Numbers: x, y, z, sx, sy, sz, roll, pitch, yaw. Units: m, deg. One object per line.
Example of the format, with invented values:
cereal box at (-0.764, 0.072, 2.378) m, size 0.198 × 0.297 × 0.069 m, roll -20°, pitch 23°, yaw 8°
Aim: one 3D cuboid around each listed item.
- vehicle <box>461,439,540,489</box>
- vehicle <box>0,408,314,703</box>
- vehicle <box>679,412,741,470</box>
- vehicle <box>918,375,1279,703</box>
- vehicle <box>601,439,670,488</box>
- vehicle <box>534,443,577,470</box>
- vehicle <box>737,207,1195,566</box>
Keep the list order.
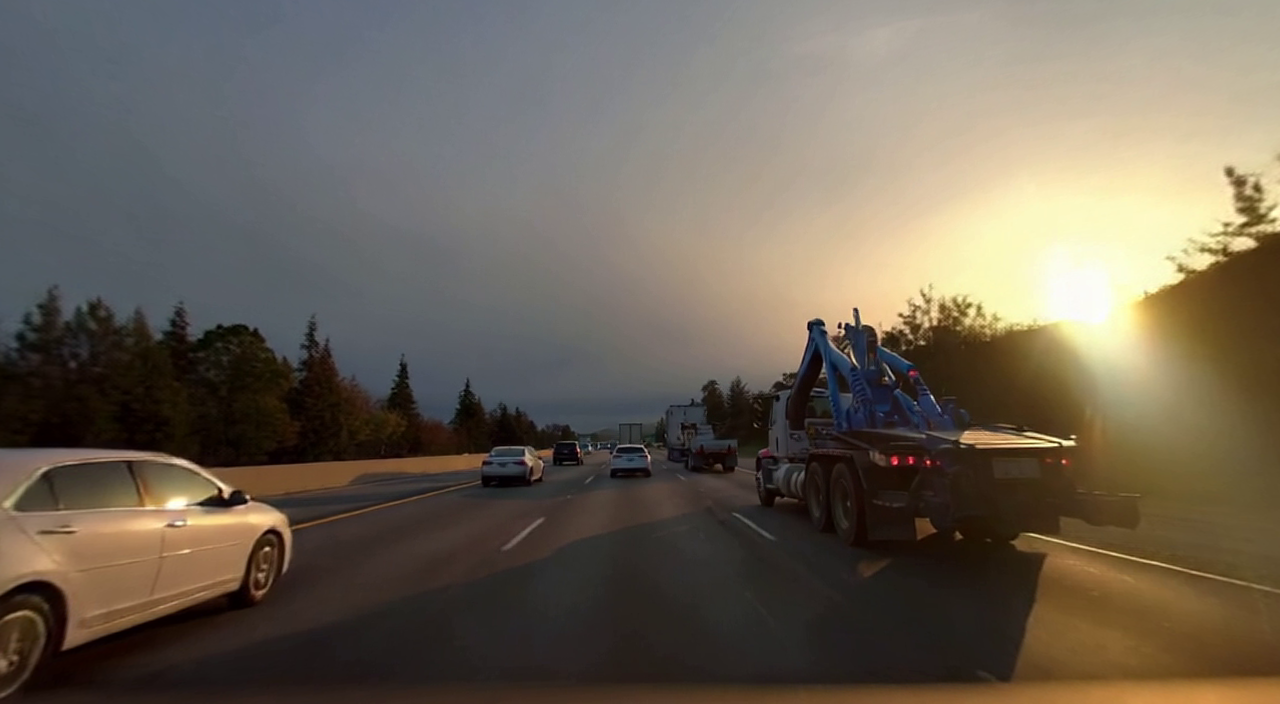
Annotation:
vehicle at (-4.721, 3.846, 21.776) m, size 1.858 × 1.527 × 3.974 m, roll 0°, pitch -9°, yaw -1°
vehicle at (-4.118, 1.125, 3.630) m, size 1.880 × 1.507 × 4.757 m, roll 0°, pitch -9°, yaw 0°
vehicle at (3.701, 4.970, 34.708) m, size 2.416 × 2.829 × 7.016 m, roll 0°, pitch -9°, yaw -2°
vehicle at (4.009, 0.981, 3.076) m, size 2.599 × 1.631 × 5.693 m, roll 0°, pitch -9°, yaw -1°
vehicle at (-0.206, 3.785, 21.603) m, size 2.150 × 1.498 × 3.988 m, roll 0°, pitch -9°, yaw -2°
vehicle at (-4.947, 6.191, 37.117) m, size 1.924 × 1.481 × 4.264 m, roll 0°, pitch -9°, yaw 0°
vehicle at (3.848, 0.914, 10.504) m, size 2.975 × 3.618 × 8.456 m, roll 0°, pitch -9°, yaw 0°
